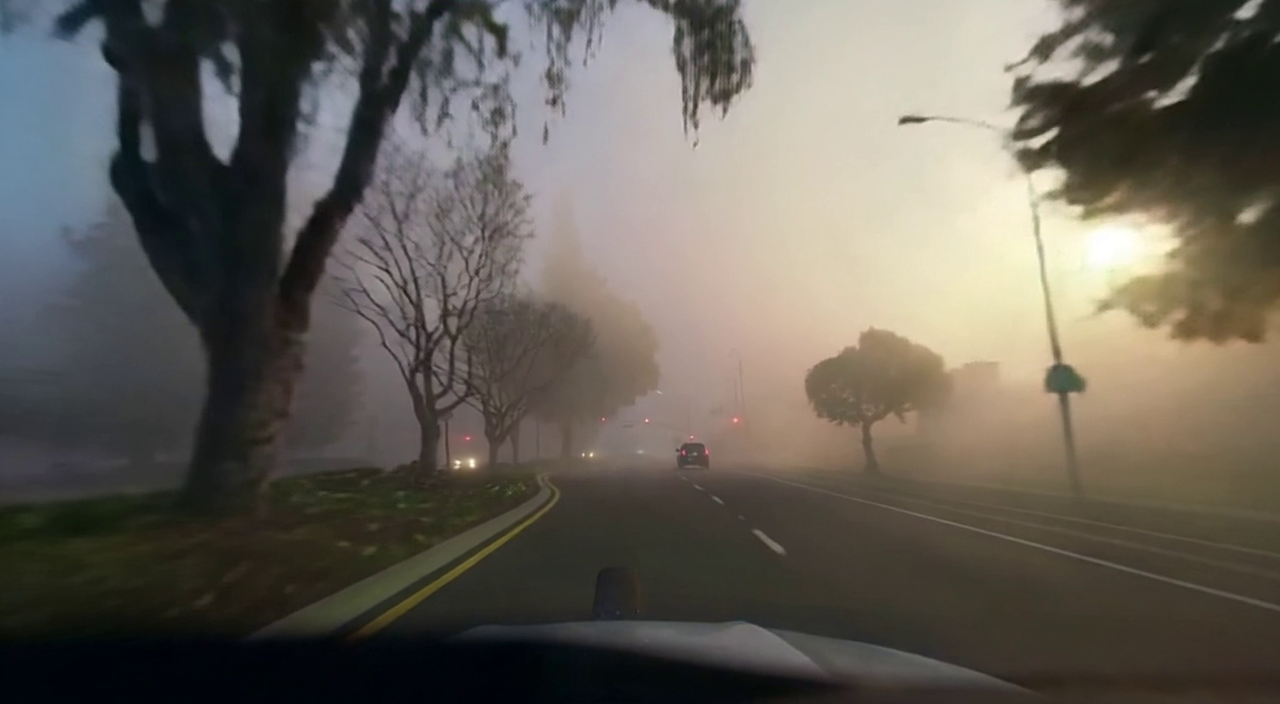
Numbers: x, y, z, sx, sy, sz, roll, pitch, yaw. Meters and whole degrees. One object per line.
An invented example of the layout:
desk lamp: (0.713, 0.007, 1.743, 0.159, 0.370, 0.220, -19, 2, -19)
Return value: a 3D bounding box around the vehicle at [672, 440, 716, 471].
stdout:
vehicle: (3.392, 6.607, 40.568, 2.229, 1.795, 4.927, 0, -9, -2)
